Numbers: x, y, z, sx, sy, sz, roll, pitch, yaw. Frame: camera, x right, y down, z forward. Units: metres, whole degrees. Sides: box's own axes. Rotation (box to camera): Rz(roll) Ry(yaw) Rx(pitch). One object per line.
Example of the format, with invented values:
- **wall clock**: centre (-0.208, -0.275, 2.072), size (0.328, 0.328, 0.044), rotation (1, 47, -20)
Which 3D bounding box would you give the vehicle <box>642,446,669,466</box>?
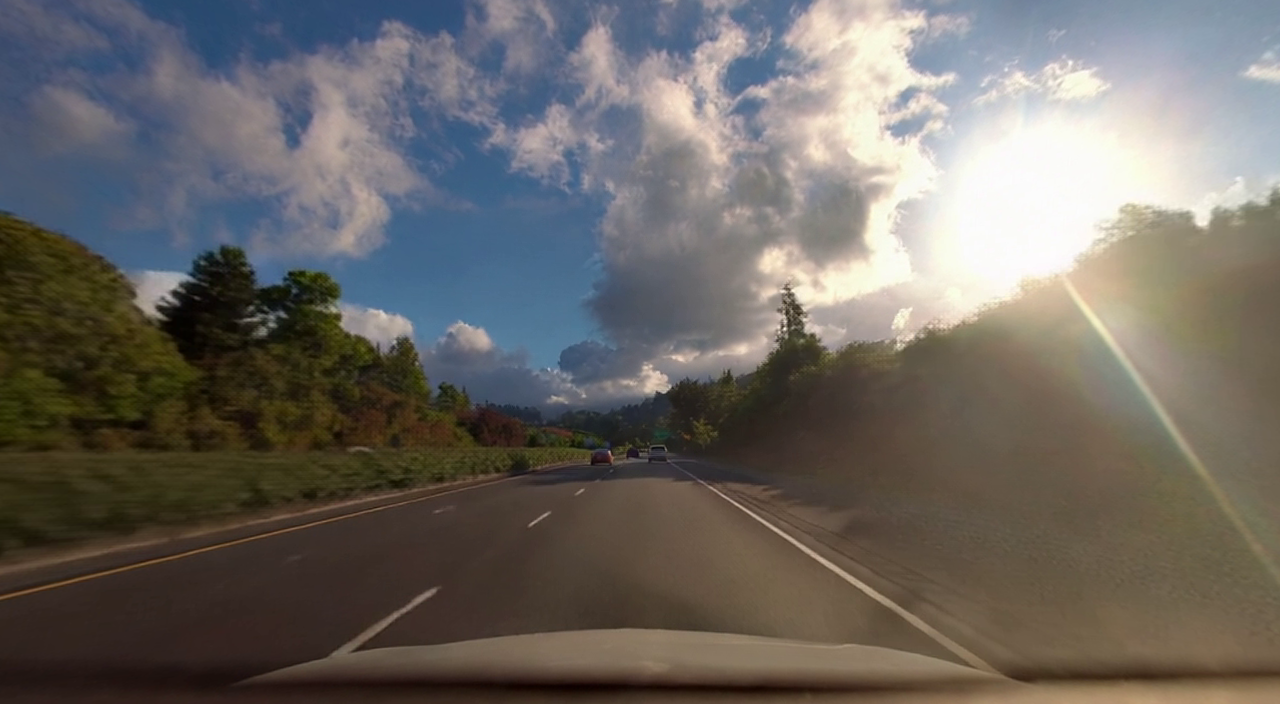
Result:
- **vehicle**: centre (1.168, 7.983, 48.353), size (1.934, 1.488, 3.832), rotation (0, -9, 1)
